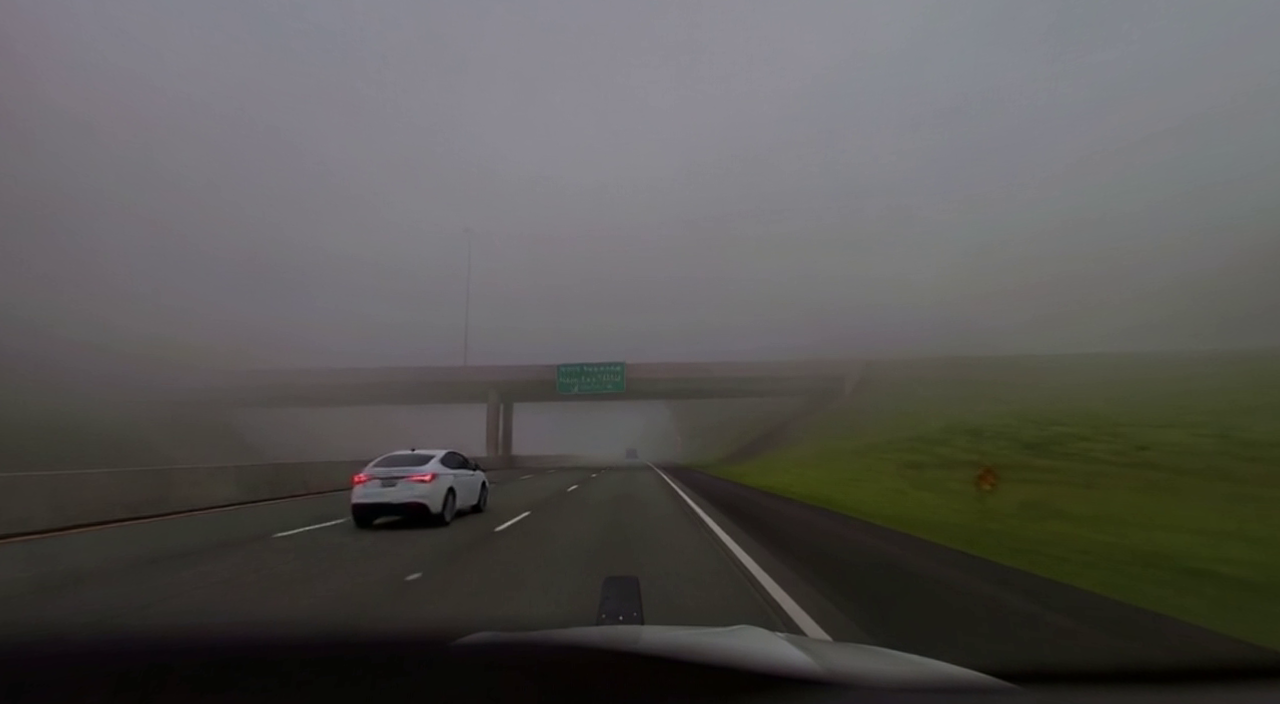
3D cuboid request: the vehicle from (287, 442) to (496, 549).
[{"bbox_3d":[-4.028,2.378,11.137,1.992,1.504,4.117,0,-9,0],"label":"vehicle"}]
